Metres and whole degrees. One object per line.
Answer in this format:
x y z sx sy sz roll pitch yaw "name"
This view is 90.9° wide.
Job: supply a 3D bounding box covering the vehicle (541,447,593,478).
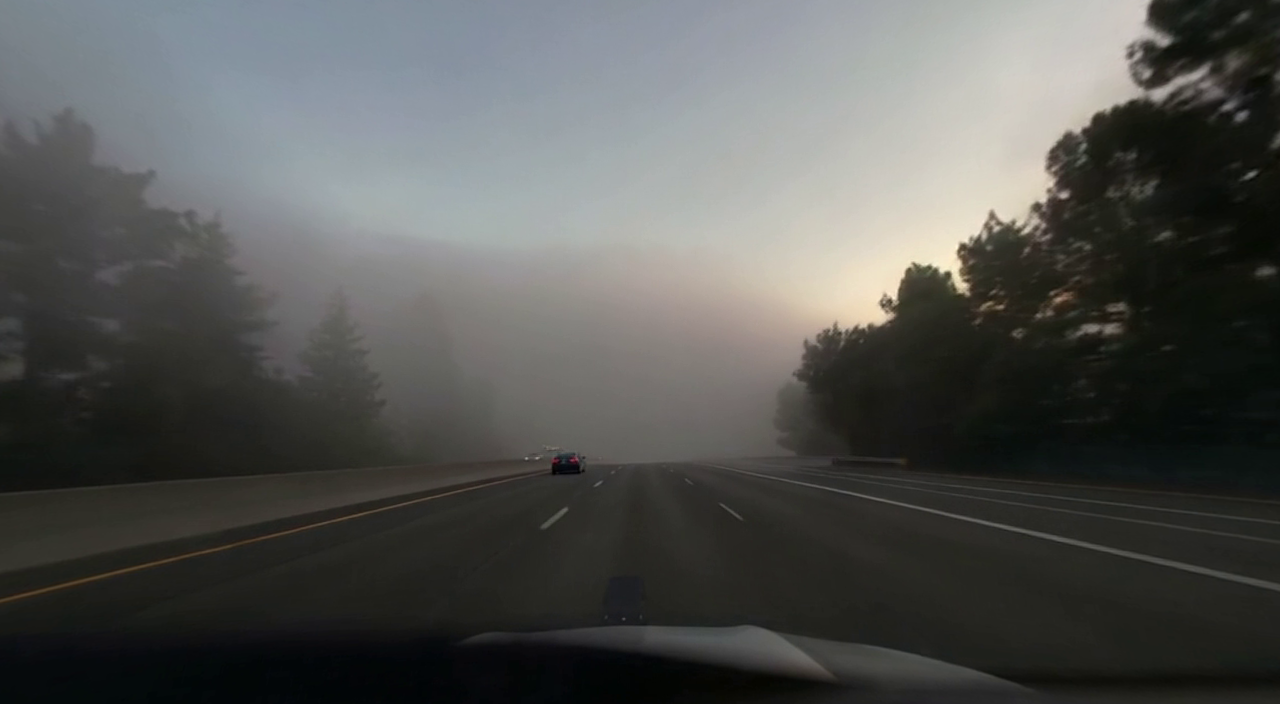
-3.845 5.939 34.147 2.128 1.521 5.409 0 -9 1 "vehicle"
